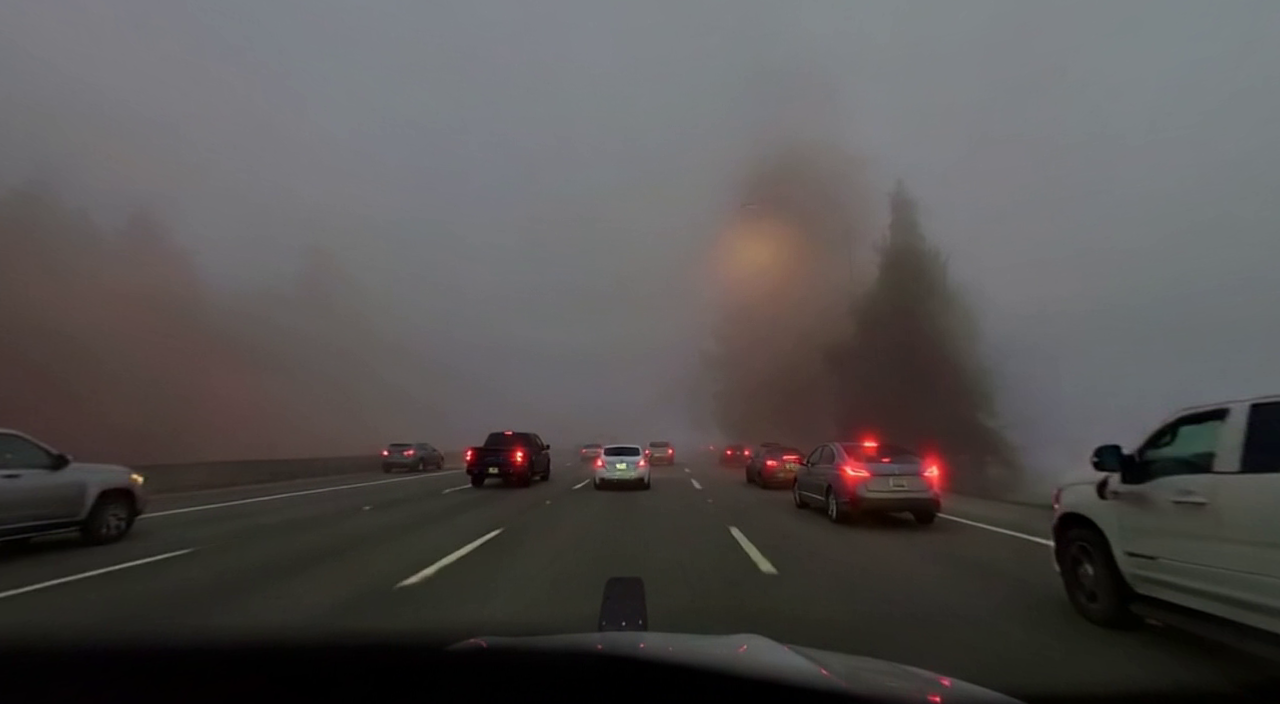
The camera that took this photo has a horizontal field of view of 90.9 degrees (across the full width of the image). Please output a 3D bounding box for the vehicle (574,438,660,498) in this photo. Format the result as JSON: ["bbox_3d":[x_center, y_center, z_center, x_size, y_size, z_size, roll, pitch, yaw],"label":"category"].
[{"bbox_3d":[-0.501,3.143,17.475,2.070,1.456,4.029,0,-8,2],"label":"vehicle"}]

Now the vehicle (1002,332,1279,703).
[{"bbox_3d":[3.836,0.775,2.564,2.003,1.778,4.658,0,-8,1],"label":"vehicle"}]

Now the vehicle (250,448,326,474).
[{"bbox_3d":[-22.084,6.827,39.819,1.922,1.495,4.609,-1,-8,4],"label":"vehicle"}]

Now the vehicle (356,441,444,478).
[{"bbox_3d":[-10.620,4.777,28.343,1.907,1.508,4.608,-1,-8,3],"label":"vehicle"}]

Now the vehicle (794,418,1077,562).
[{"bbox_3d":[3.829,1.861,9.281,1.984,1.567,4.475,0,-8,0],"label":"vehicle"}]

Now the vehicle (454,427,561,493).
[{"bbox_3d":[-4.030,3.402,20.351,2.110,1.811,5.585,0,-8,2],"label":"vehicle"}]

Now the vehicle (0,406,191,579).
[{"bbox_3d":[-7.706,1.403,6.184,2.214,1.761,5.890,0,-8,1],"label":"vehicle"}]
